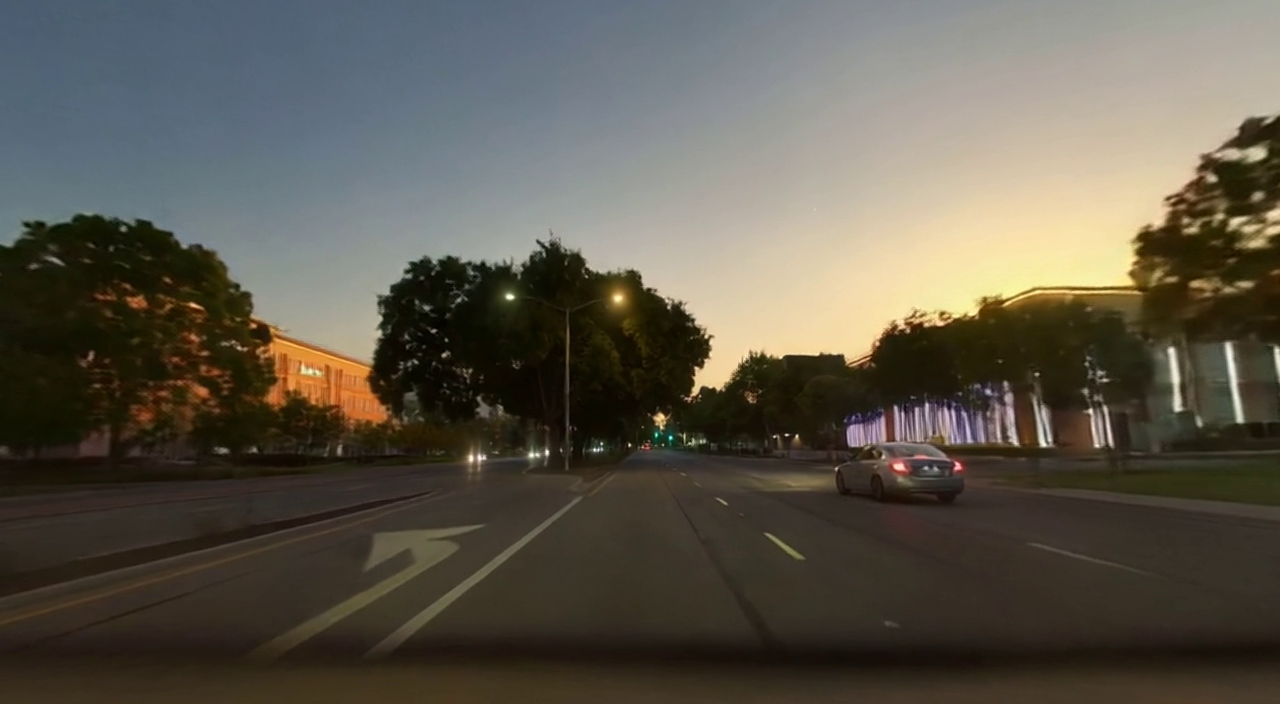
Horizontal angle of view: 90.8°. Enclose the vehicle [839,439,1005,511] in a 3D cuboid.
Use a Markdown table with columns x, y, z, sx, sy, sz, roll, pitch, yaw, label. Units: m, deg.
| x | y | z | sx | sy | sz | roll | pitch | yaw | label |
| --- | --- | --- | --- | --- | --- | --- | --- | --- | --- |
| 6.771 | 2.968 | 15.861 | 1.913 | 1.504 | 4.738 | 0 | -8 | -1 | vehicle |
